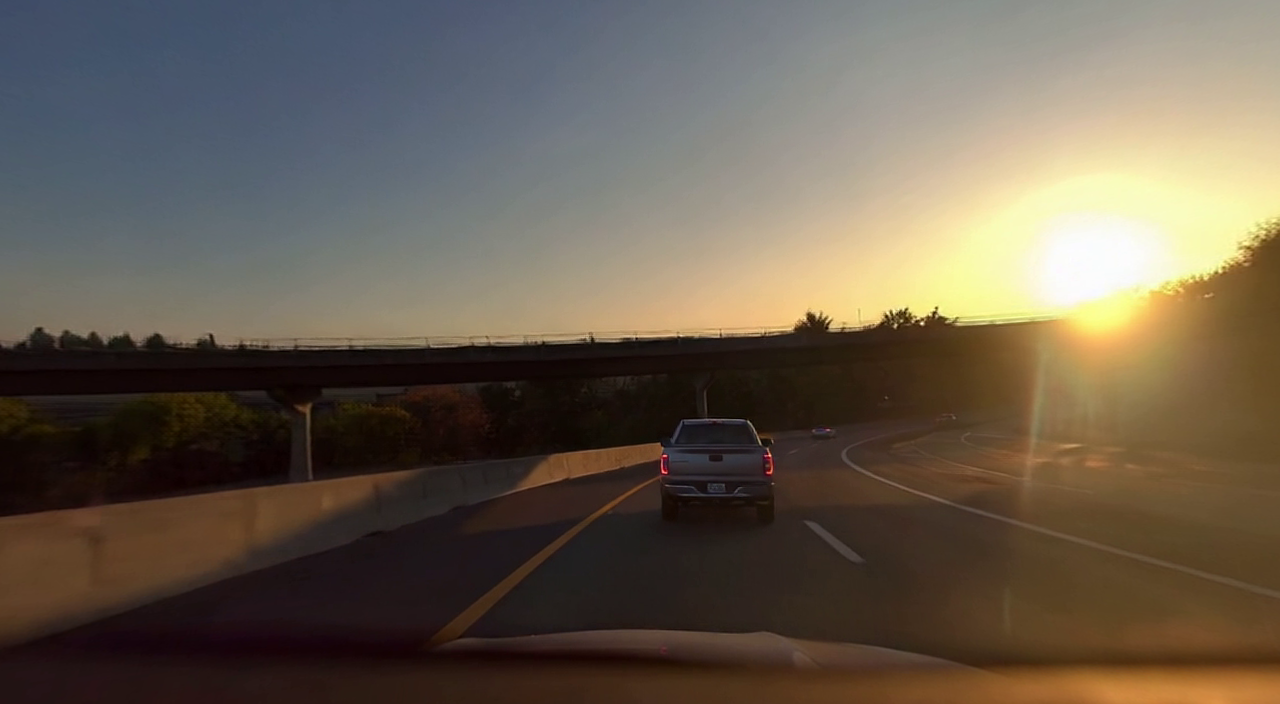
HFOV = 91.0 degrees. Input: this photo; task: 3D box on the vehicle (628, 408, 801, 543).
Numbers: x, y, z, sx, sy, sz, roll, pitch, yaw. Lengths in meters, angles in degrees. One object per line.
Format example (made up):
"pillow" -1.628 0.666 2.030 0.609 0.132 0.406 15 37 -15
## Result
"vehicle" 1.195 1.931 10.467 2.235 1.716 4.435 -1 -9 6
